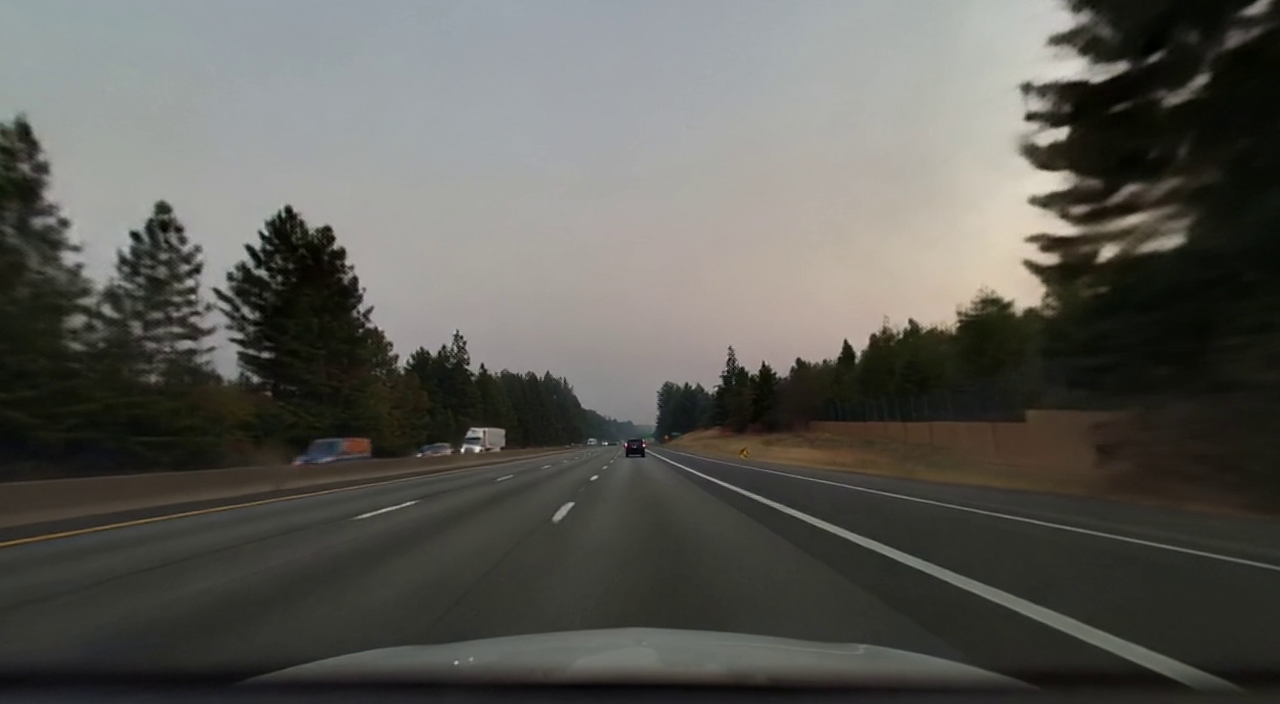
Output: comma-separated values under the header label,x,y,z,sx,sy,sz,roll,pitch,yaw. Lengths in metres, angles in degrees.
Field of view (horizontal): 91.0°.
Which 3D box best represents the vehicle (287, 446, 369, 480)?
label,x,y,z,sx,sy,sz,roll,pitch,yaw
vehicle,-14.531,5.148,29.525,1.852,1.454,3.973,0,-8,-1
